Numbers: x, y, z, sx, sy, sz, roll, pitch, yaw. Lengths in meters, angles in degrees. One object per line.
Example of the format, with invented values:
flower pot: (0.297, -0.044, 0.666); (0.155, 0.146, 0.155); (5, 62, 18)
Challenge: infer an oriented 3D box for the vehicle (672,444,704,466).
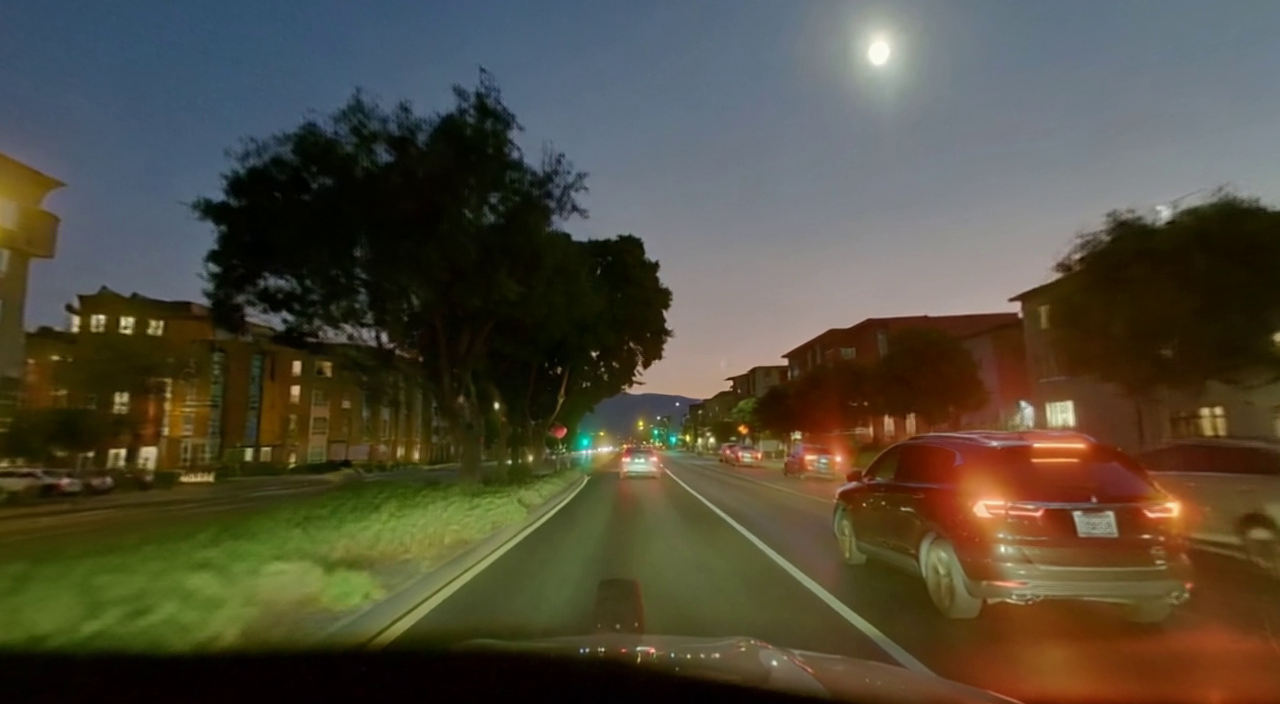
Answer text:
vehicle: (3.380, 7.363, 45.442); (1.910, 1.474, 4.003); (0, -9, -1)

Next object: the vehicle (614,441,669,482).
vehicle: (0.031, 4.306, 25.059); (2.006, 1.487, 3.535); (0, -9, -1)

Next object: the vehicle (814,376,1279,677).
vehicle: (3.164, 1.304, 5.738); (1.949, 1.723, 4.020); (0, -9, -1)

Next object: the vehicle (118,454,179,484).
vehicle: (-30.838, 7.285, 39.599); (4.272, 1.704, 2.031); (-8, -11, 40)

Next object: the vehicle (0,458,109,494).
vehicle: (-27.643, 5.652, 28.977); (4.732, 1.497, 2.077); (-1, -9, 2)

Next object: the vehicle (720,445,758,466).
vehicle: (7.378, 7.738, 47.481); (1.936, 1.516, 4.579); (0, -9, -2)
